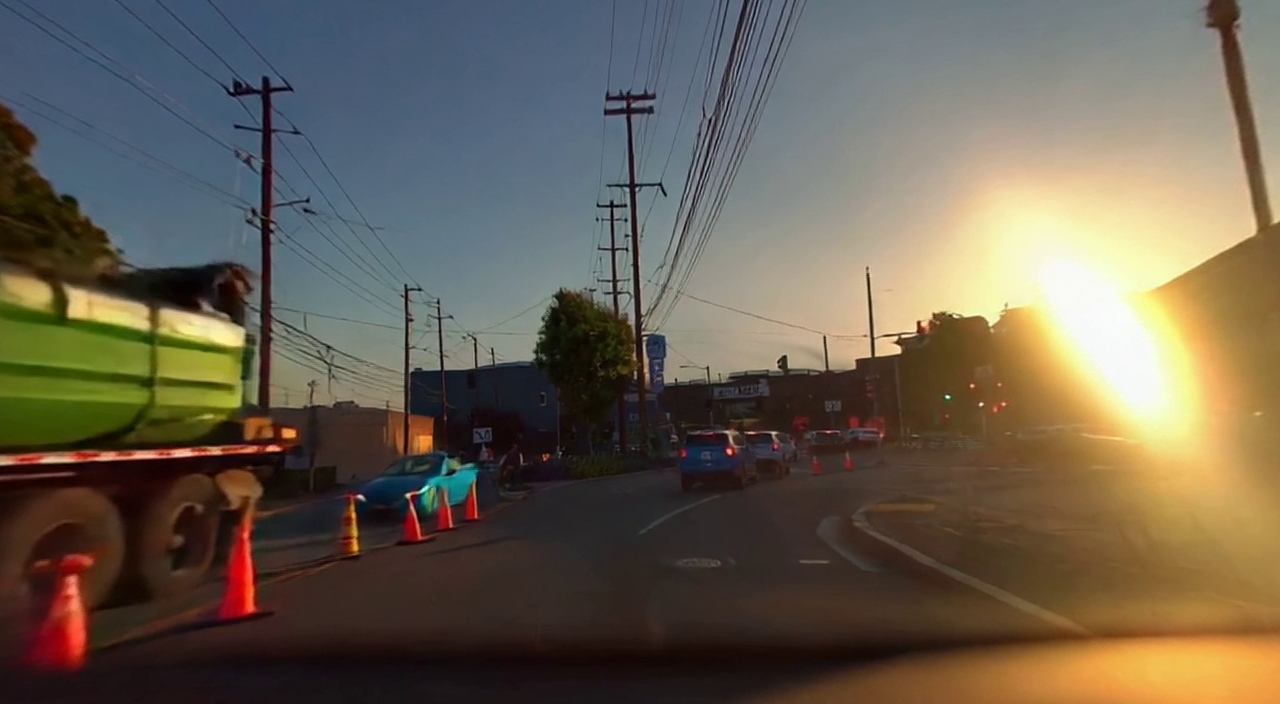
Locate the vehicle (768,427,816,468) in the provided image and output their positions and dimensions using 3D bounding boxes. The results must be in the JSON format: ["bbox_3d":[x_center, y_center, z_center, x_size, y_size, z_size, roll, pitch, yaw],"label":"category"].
[{"bbox_3d":[8.085,5.015,33.235,2.206,1.911,5.548,-3,-9,15],"label":"vehicle"}]

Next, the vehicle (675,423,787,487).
[{"bbox_3d":[3.232,3.442,21.378,2.256,1.859,5.118,-5,-9,25],"label":"vehicle"}]

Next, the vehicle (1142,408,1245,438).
[{"bbox_3d":[35.912,4.686,41.114,1.922,1.704,4.550,4,-10,-33],"label":"vehicle"}]

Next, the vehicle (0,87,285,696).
[{"bbox_3d":[-5.689,-0.151,1.304,3.007,3.800,11.011,-1,-9,3],"label":"vehicle"}]

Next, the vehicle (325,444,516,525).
[{"bbox_3d":[-4.767,2.938,14.691,2.103,1.526,4.743,-2,-9,10],"label":"vehicle"}]
